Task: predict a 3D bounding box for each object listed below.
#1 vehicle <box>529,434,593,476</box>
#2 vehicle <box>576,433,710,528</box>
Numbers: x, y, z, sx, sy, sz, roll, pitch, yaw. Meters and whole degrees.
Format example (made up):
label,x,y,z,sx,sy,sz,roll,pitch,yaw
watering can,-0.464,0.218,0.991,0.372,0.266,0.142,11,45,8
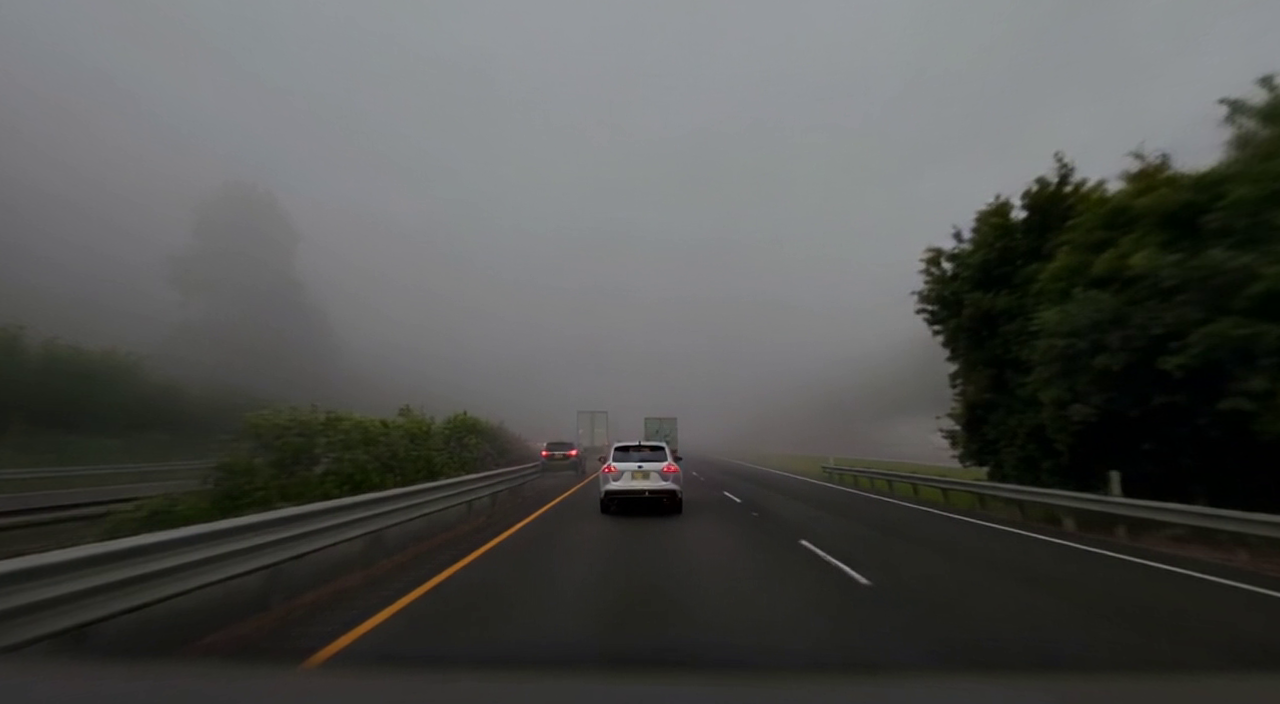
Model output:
label,x,y,z,sx,sy,sz,roll,pitch,yaw
vehicle,-3.437,4.612,28.230,2.177,1.699,4.431,0,-9,2
vehicle,0.015,2.292,11.721,2.057,1.449,3.931,0,-9,-1
